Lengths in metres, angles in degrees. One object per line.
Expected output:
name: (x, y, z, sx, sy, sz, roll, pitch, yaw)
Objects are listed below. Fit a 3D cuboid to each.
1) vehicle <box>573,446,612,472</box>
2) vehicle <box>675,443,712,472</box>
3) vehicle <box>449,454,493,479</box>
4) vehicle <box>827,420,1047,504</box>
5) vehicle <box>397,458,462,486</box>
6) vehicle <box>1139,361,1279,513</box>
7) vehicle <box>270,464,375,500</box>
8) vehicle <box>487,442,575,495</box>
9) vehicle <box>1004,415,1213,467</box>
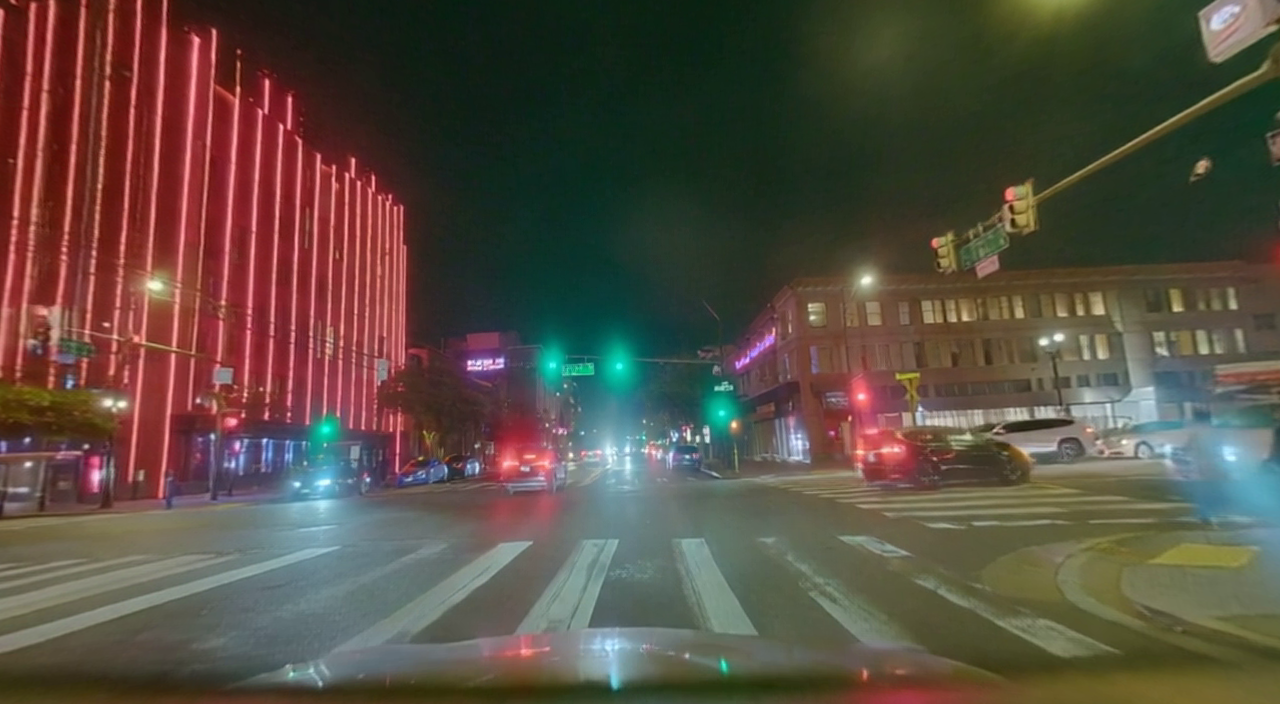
vehicle: (-2.858, 6.590, 38.984, 1.916, 1.487, 4.535, 0, -8, 2)
vehicle: (3.395, 6.826, 40.970, 1.924, 1.765, 3.954, 0, -8, -2)
vehicle: (-11.980, 8.095, 44.919, 1.933, 1.628, 3.973, 0, -8, 2)
vehicle: (6.348, 2.264, 13.351, 4.540, 1.480, 2.153, 6, -10, -35)
vehicle: (-12.309, 7.042, 37.131, 1.934, 1.434, 4.636, -1, -8, 4)
vehicle: (11.968, 1.380, 10.321, 5.523, 2.219, 2.251, 0, -8, 1)
vehicle: (-15.222, 6.239, 30.552, 1.999, 1.466, 4.535, -2, -9, 14)
vehicle: (-3.298, 3.593, 19.834, 1.973, 1.496, 3.713, 0, -8, 2)
vehicle: (14.093, 2.711, 19.187, 4.801, 1.497, 1.895, 0, -8, 0)
